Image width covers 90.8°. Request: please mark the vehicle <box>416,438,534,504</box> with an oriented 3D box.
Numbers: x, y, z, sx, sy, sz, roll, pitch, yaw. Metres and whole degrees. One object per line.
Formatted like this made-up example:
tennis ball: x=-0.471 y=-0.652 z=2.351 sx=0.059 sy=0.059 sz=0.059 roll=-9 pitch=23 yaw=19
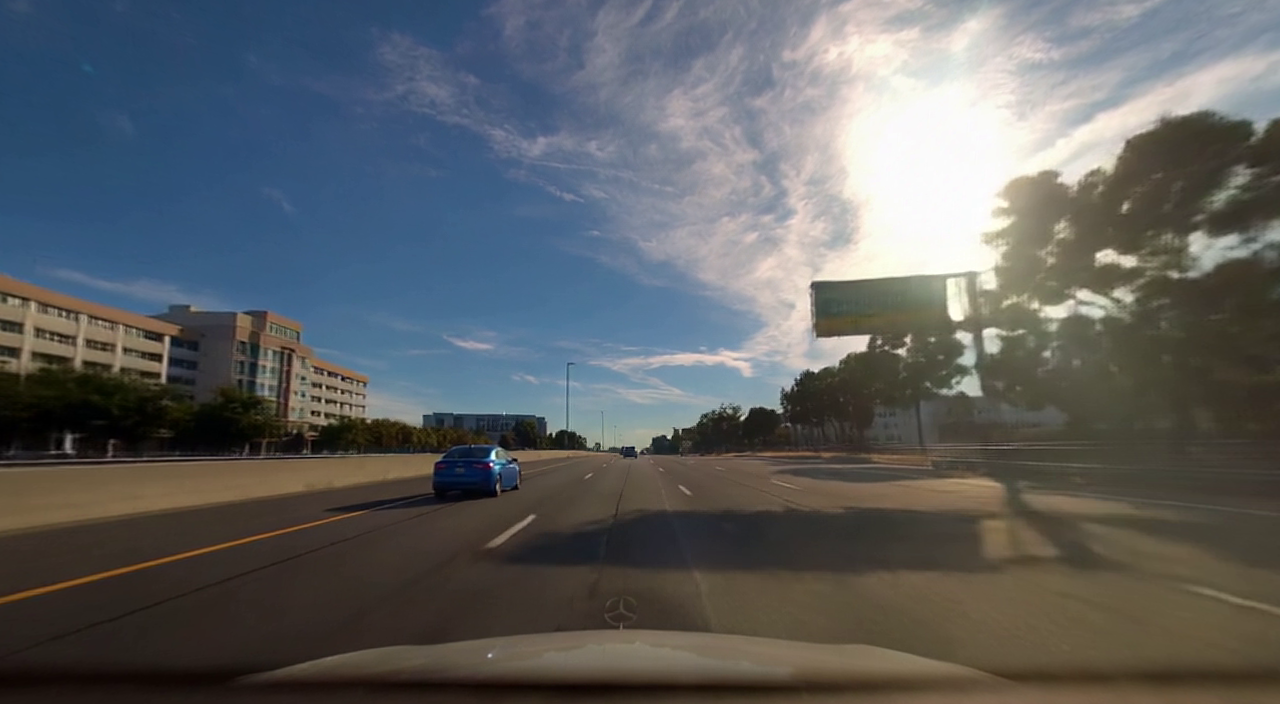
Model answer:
vehicle: x=-4.149 y=3.049 z=16.684 sx=1.900 sy=1.492 sz=4.495 roll=0 pitch=-9 yaw=0
